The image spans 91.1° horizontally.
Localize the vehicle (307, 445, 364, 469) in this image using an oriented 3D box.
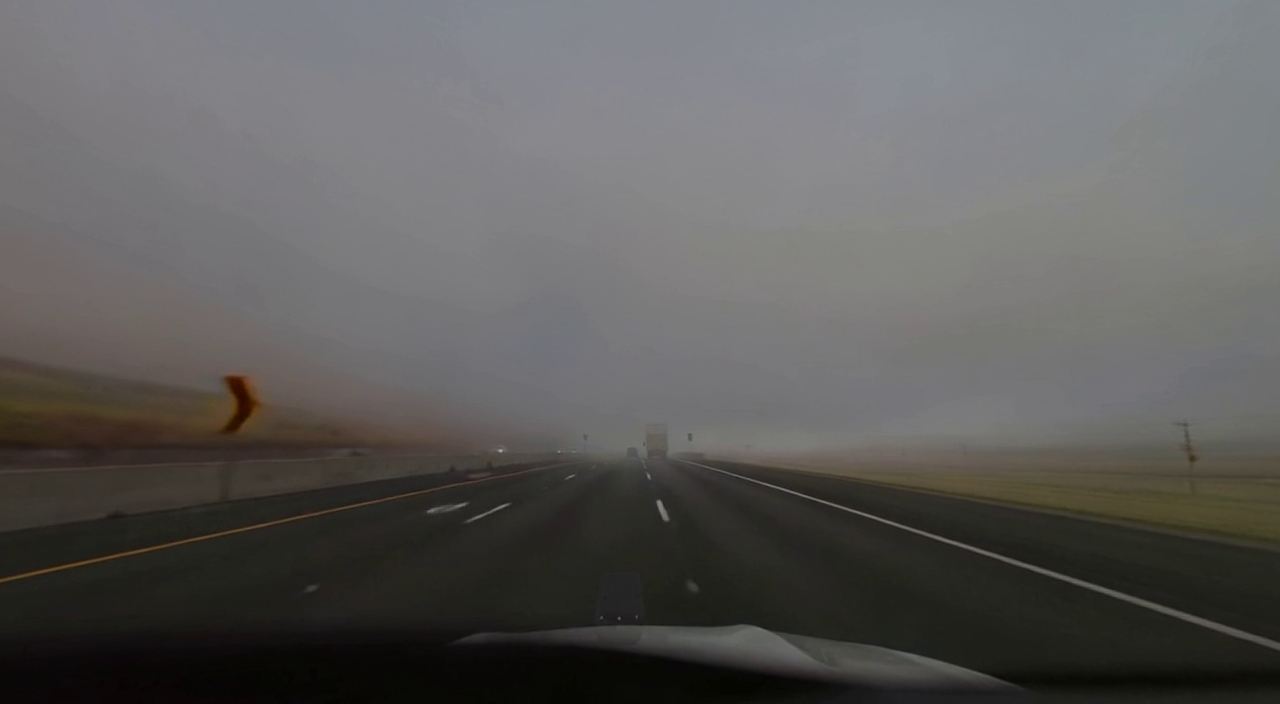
[{"bbox_3d":[-20.327,7.029,42.126,1.802,1.476,4.083,0,-9,0],"label":"vehicle"}]
